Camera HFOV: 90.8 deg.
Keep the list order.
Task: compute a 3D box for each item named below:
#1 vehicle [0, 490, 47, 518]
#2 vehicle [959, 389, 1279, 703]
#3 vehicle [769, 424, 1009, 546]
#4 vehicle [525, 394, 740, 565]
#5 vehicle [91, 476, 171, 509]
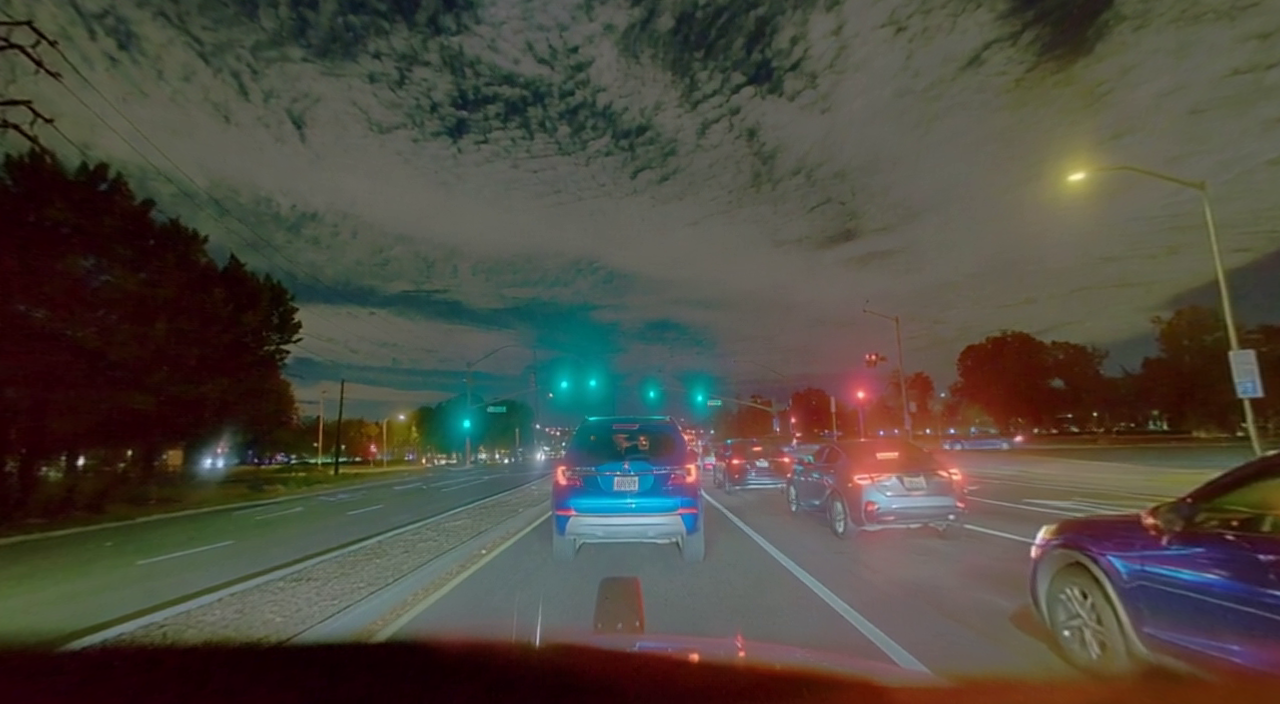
[{"bbox_3d":[-37.410,8.960,37.010,1.774,1.428,3.668,-9,-12,43],"label":"vehicle"},{"bbox_3d":[3.287,0.857,2.186,1.984,1.462,4.513,0,-9,0],"label":"vehicle"},{"bbox_3d":[3.509,1.963,10.000,1.952,1.477,4.417,0,-9,-1],"label":"vehicle"},{"bbox_3d":[-0.132,1.680,8.991,2.300,1.821,4.254,0,-9,-1],"label":"vehicle"},{"bbox_3d":[-26.367,7.267,32.712,3.826,1.522,1.741,-7,-10,28],"label":"vehicle"}]
